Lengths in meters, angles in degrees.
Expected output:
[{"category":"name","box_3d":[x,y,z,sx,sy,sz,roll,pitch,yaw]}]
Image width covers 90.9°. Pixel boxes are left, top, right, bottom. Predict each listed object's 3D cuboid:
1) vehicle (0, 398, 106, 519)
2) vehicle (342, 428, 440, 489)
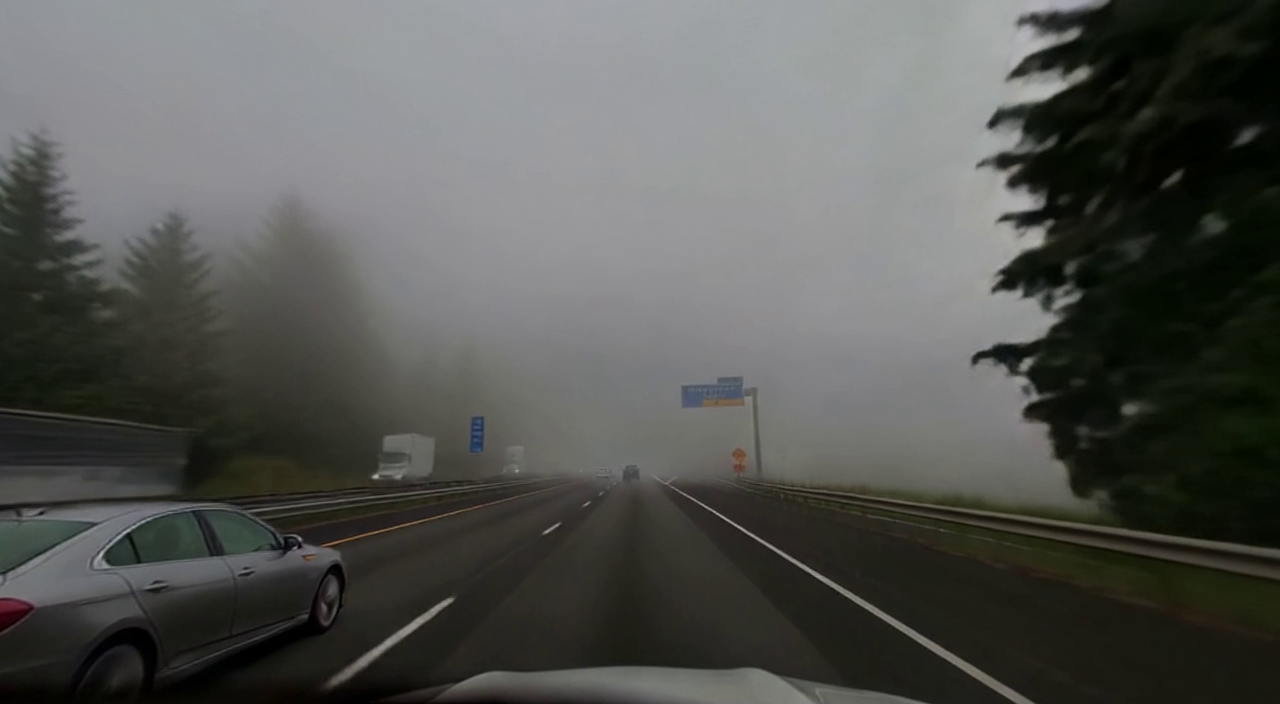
[{"category":"vehicle","box_3d":[-17.137,2.434,14.530,2.842,2.917,7.530,0,-11,1]},{"category":"vehicle","box_3d":[-17.203,7.582,44.515,3.012,3.794,9.302,1,-11,0]}]
